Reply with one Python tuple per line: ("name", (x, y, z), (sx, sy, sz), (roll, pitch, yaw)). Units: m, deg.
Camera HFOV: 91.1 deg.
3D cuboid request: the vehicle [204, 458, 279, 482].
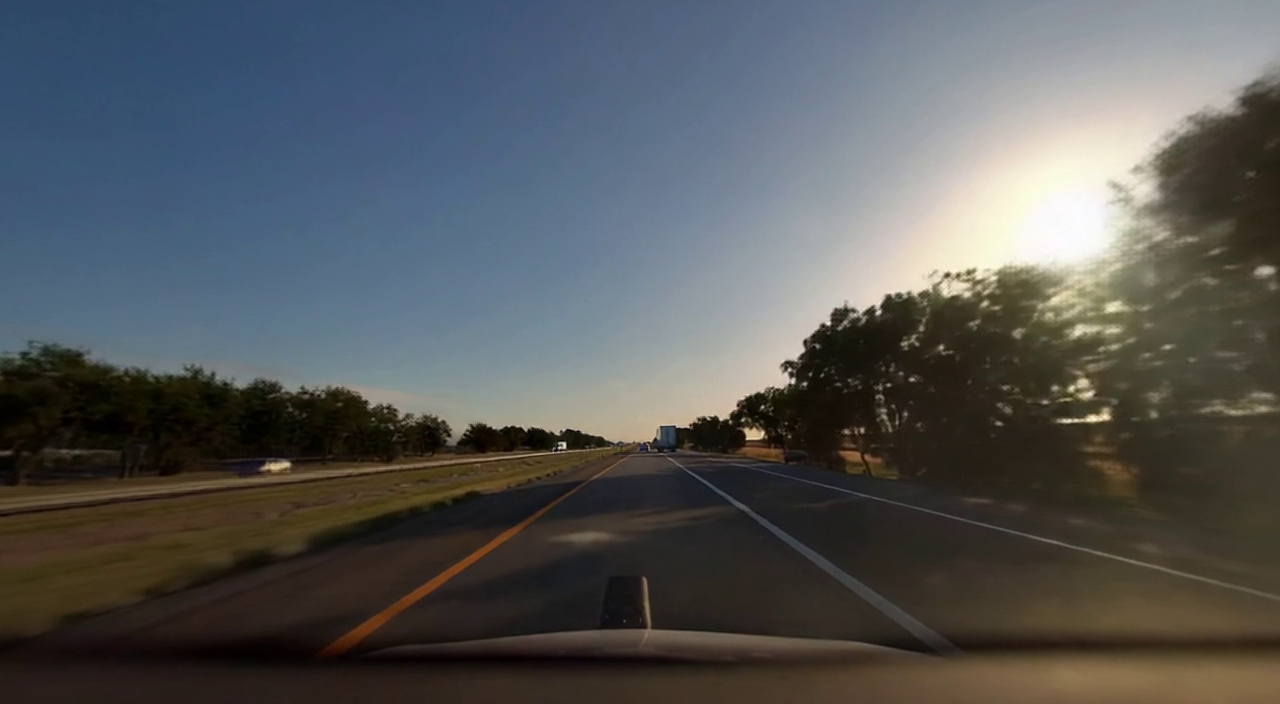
("vehicle", (-29.940, 8.849, 47.393), (2.373, 1.630, 4.957), (0, -8, 0))
